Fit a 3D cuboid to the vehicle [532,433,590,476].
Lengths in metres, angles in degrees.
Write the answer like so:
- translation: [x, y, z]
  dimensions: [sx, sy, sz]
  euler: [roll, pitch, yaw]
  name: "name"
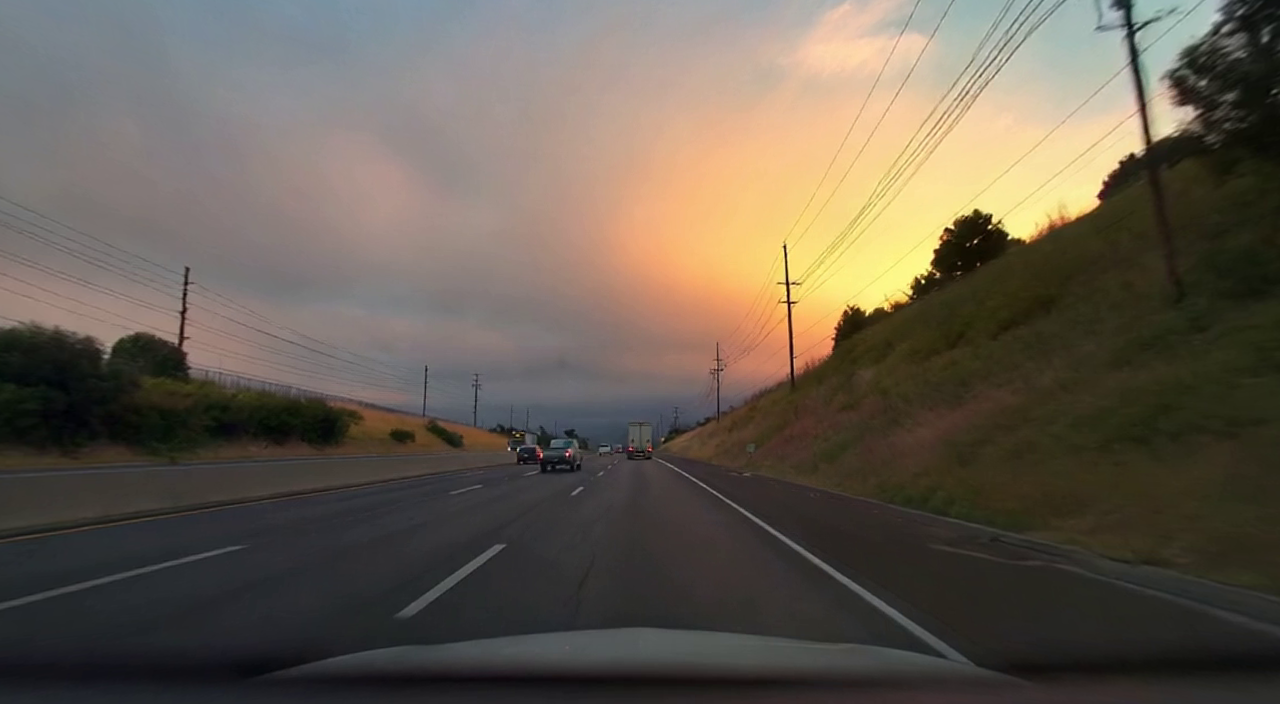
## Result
- translation: [-3.810, 5.066, 31.353]
  dimensions: [2.207, 1.949, 4.911]
  euler: [0, -9, 1]
  name: "vehicle"
